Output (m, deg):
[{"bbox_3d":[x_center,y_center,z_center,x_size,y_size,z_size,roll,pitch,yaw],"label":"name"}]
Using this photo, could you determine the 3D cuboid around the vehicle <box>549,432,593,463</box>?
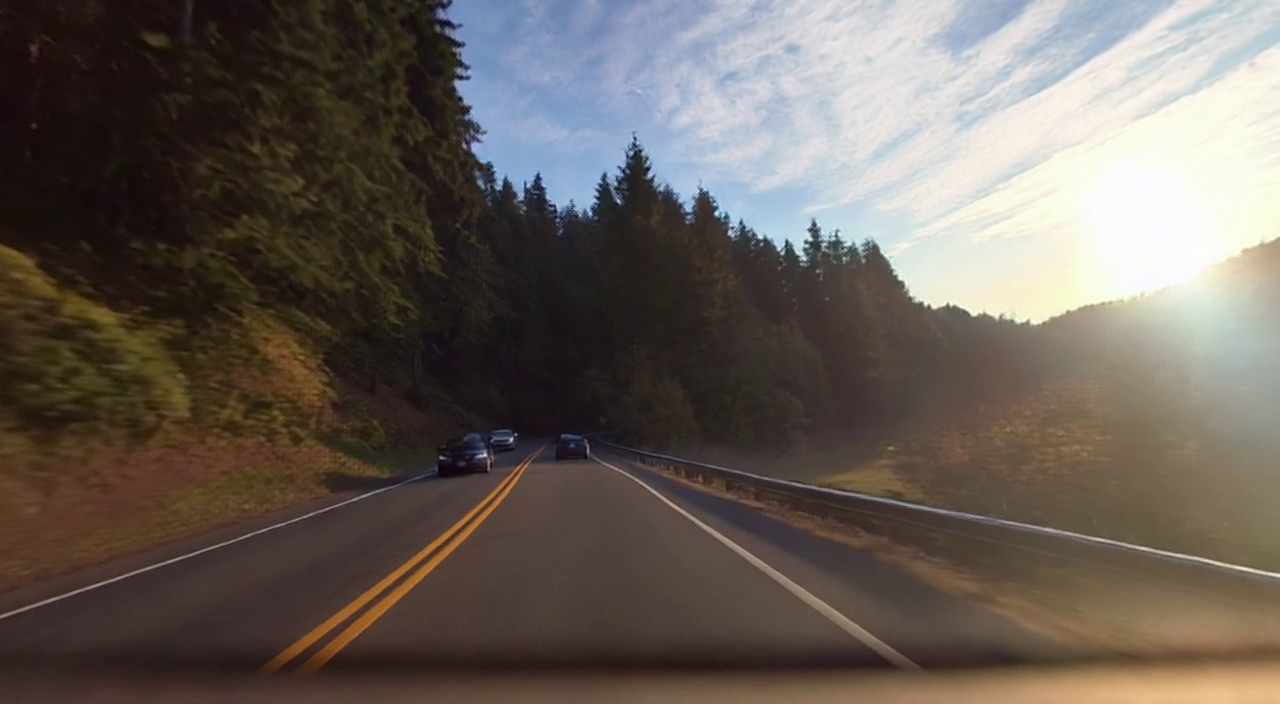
[{"bbox_3d":[-3.713,5.004,33.298,2.120,1.491,4.349,1,-8,-8],"label":"vehicle"}]

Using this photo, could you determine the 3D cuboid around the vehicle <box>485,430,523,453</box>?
[{"bbox_3d":[-9.625,6.381,44.919,2.200,1.588,4.150,1,-8,-7],"label":"vehicle"}]

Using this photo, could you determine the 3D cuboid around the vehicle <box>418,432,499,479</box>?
[{"bbox_3d":[-6.528,3.749,23.199,2.133,1.526,4.308,1,-8,-6],"label":"vehicle"}]
